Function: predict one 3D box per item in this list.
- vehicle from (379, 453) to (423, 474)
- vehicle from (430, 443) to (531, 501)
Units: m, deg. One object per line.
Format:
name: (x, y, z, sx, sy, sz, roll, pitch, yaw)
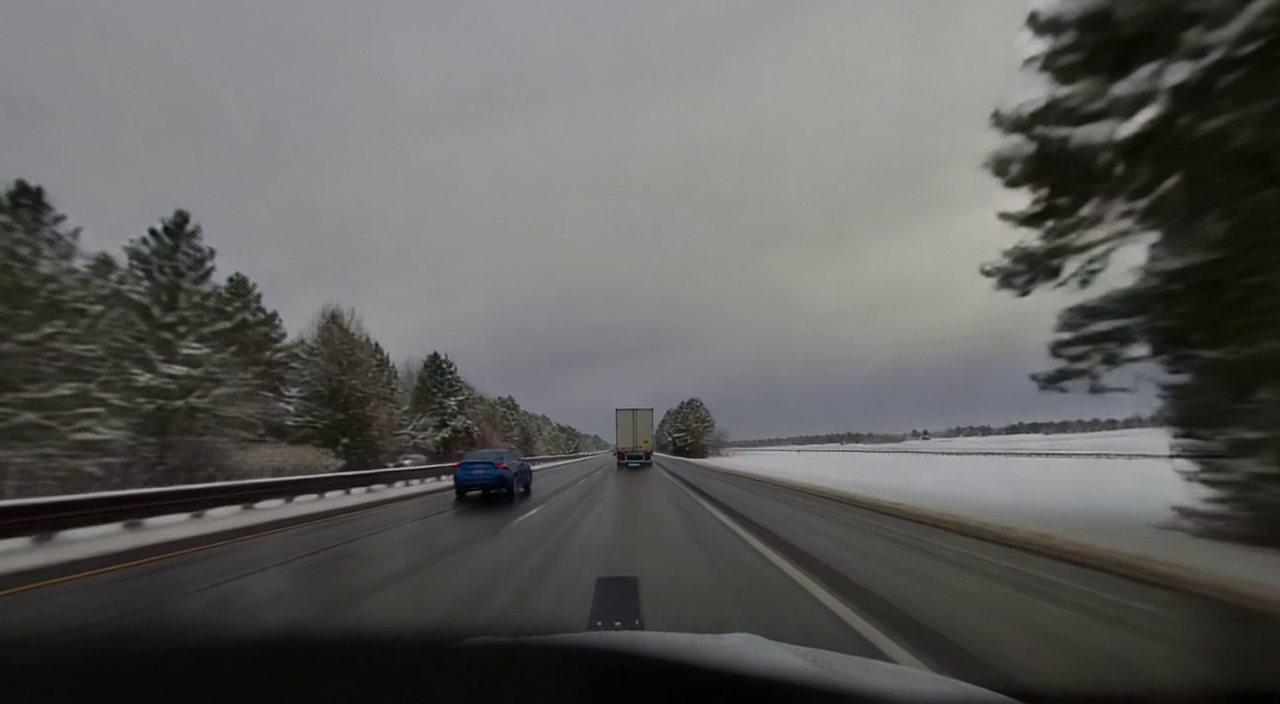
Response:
vehicle: (-18.129, 8.458, 48.060, 1.805, 1.466, 3.803, 0, -9, 0)
vehicle: (-4.467, 3.414, 18.285, 1.937, 1.493, 3.779, 0, -9, 0)
